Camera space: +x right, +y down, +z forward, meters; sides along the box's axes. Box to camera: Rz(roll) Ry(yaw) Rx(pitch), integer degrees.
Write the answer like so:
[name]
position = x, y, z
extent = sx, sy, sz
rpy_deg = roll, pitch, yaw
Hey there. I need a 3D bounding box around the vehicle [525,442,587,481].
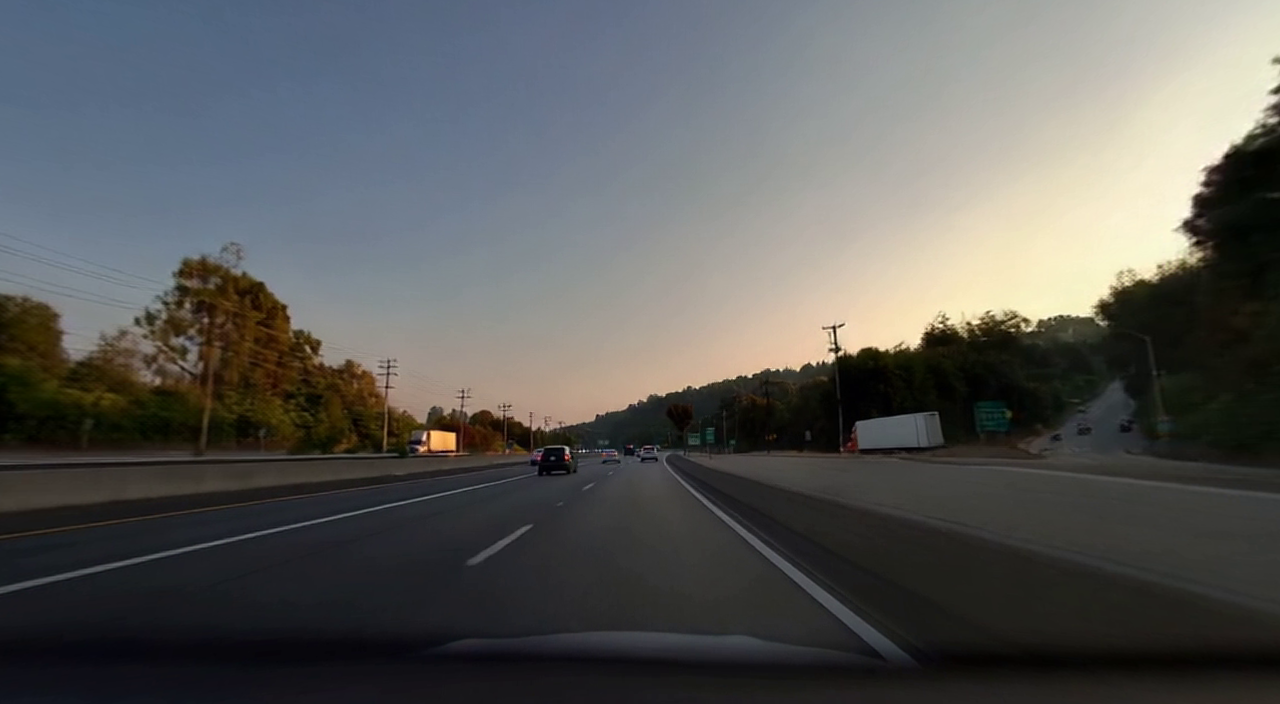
[vehicle]
position = -3.895, 5.183, 29.979
extent = 2.263, 1.696, 4.321
rpy_deg = 0, -9, 1
